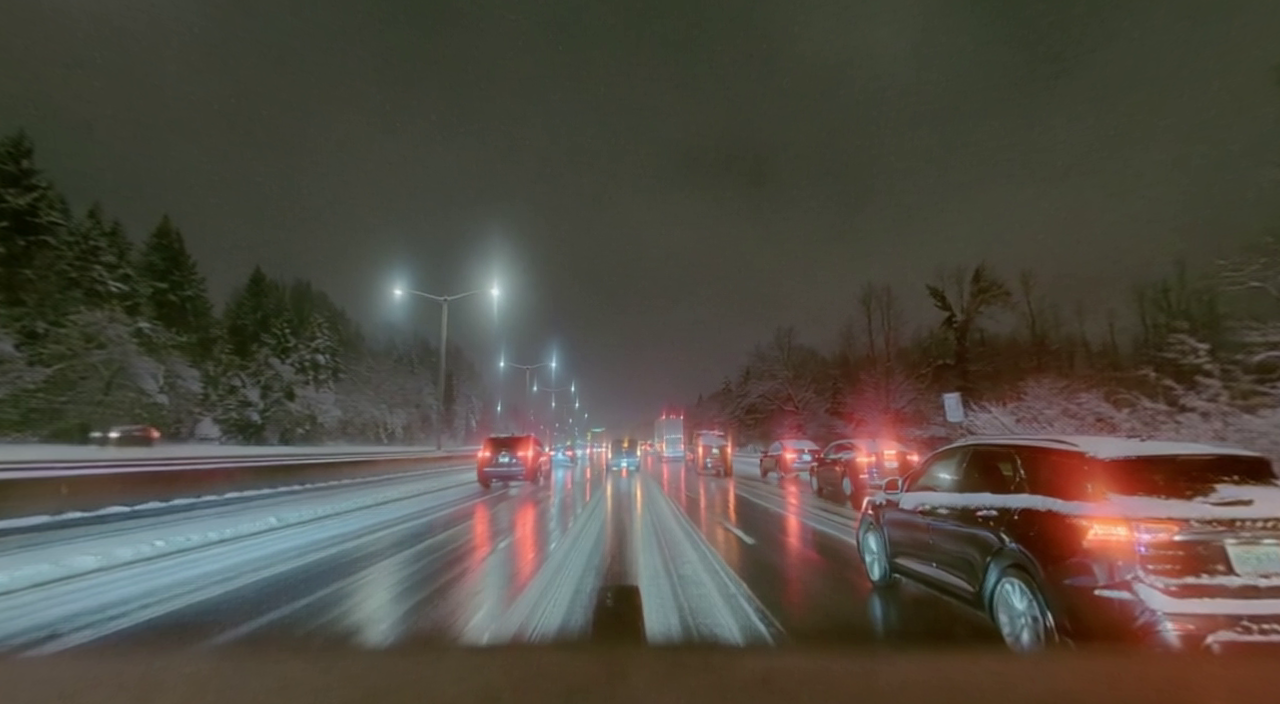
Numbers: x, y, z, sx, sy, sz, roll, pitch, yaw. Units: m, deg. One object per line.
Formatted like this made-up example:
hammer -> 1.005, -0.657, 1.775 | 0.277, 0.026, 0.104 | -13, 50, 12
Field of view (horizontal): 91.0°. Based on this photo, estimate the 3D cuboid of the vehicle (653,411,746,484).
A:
vehicle -> 2.830, 5.212, 34.729 | 3.426, 3.279, 12.313 | 0, -8, -2

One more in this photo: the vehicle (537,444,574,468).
vehicle -> -5.315, 6.586, 40.038 | 1.907, 1.484, 3.954 | 0, -9, -1

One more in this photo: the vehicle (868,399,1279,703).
vehicle -> 3.051, 1.115, 3.340 | 2.031, 1.504, 4.327 | 0, -9, 0

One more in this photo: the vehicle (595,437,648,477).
vehicle -> -0.834, 4.767, 28.743 | 2.235, 1.682, 4.094 | 0, -9, -1

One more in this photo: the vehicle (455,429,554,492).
vehicle -> -4.245, 3.501, 20.633 | 2.176, 1.783, 4.799 | 0, -9, -1

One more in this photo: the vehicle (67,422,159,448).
vehicle -> -32.554, 5.202, 39.071 | 1.831, 1.496, 4.541 | 0, -9, -1
